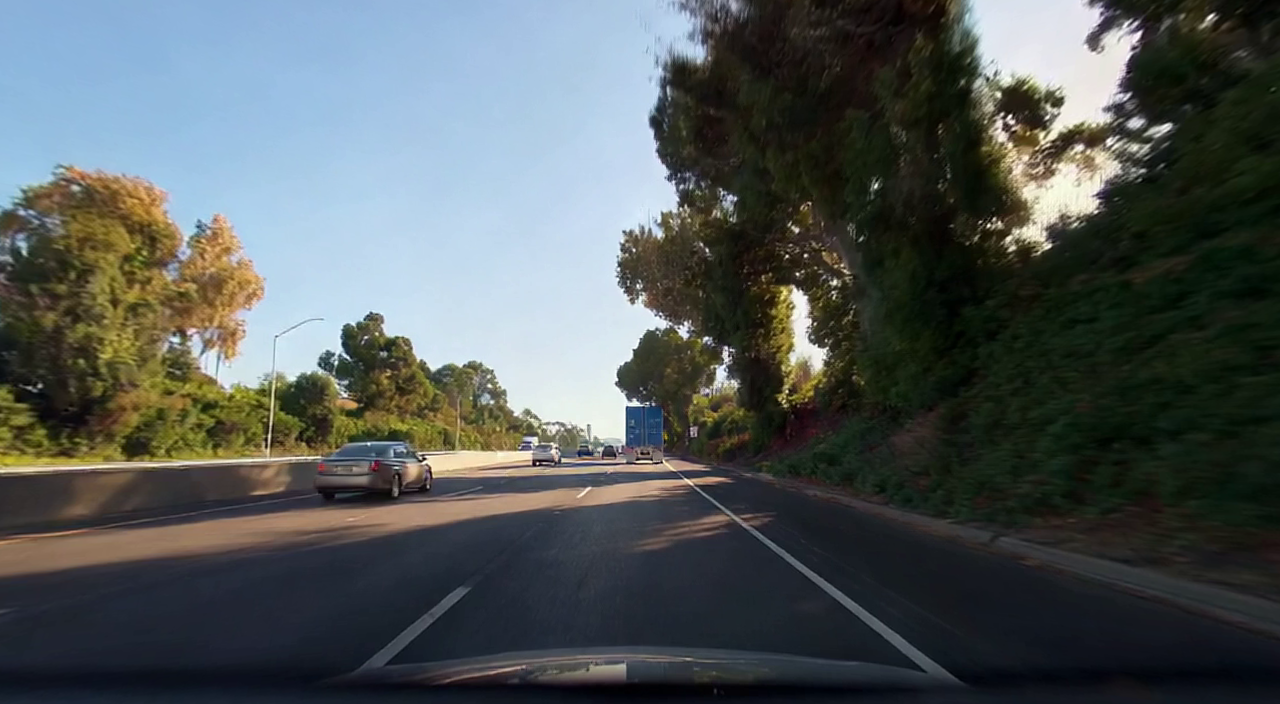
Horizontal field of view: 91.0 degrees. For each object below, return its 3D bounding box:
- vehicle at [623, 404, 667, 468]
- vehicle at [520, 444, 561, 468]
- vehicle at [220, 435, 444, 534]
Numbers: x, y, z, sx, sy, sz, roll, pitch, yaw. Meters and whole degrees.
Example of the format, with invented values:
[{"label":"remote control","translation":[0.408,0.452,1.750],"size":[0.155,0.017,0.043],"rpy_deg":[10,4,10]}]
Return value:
[{"label":"vehicle","translation":[0.323,6.605,48.665],"size":[2.918,4.124,14.567],"rpy_deg":[0,-9,0]},{"label":"vehicle","translation":[-6.835,7.200,43.654],"size":[2.050,1.540,4.766],"rpy_deg":[0,-9,0]},{"label":"vehicle","translation":[-5.576,2.442,12.306],"size":[2.017,1.517,4.766],"rpy_deg":[0,-9,-1]}]
